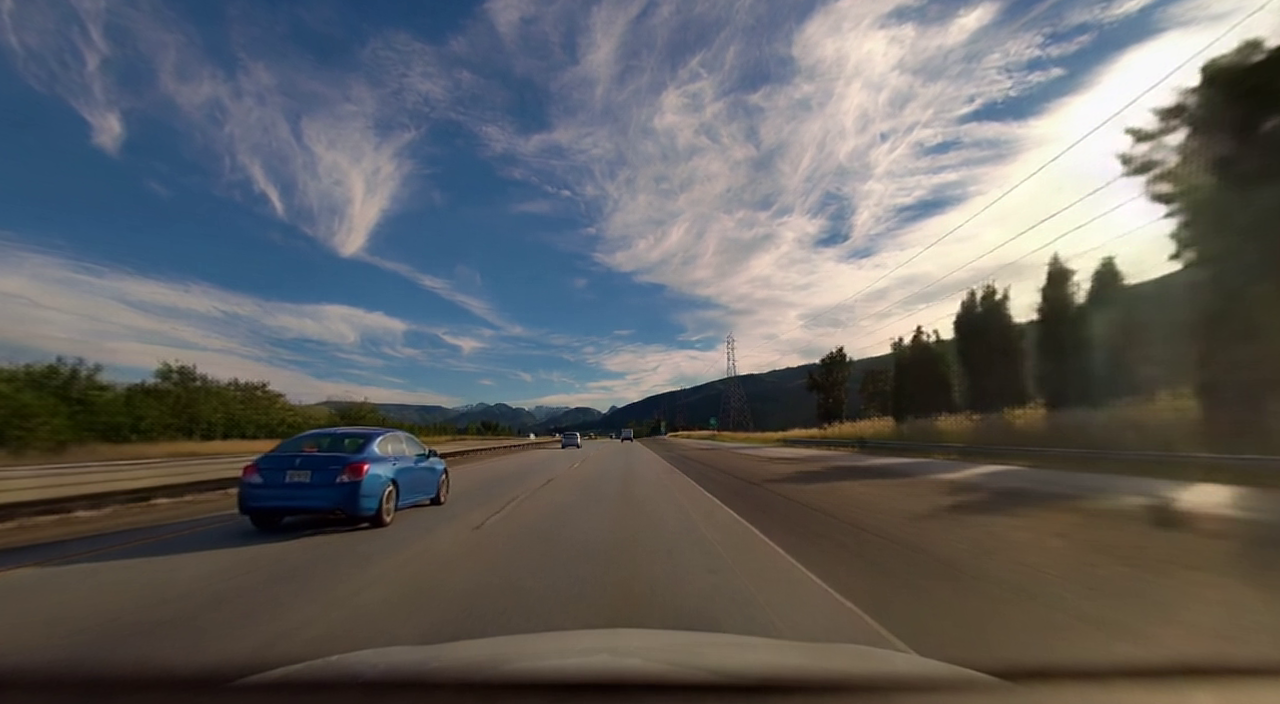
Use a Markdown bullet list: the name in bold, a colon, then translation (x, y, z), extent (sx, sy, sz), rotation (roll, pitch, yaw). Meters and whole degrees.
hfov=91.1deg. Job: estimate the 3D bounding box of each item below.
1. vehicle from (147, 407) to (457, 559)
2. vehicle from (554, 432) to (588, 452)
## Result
- **vehicle**: translation (-4.182, 1.661, 8.798), extent (2.023, 1.580, 4.259), rotation (0, -8, -1)
- **vehicle**: translation (-5.210, 6.870, 48.071), extent (2.080, 1.478, 4.347), rotation (0, -8, 0)
